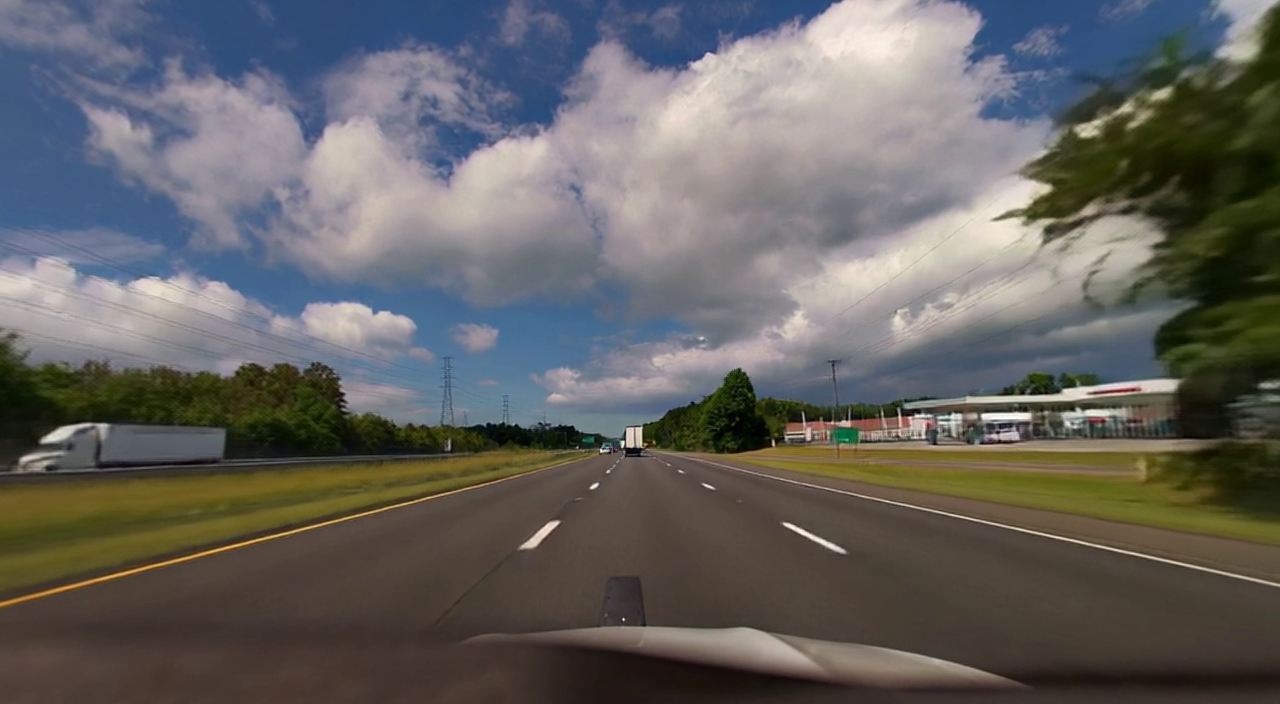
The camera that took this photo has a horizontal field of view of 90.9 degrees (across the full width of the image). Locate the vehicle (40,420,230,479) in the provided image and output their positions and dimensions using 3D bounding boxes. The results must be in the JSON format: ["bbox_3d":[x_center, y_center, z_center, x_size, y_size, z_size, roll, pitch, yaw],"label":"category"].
[{"bbox_3d":[-34.725,6.816,44.403,2.800,3.554,11.470,-1,-9,7],"label":"vehicle"}]

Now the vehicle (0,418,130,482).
[{"bbox_3d":[-35.406,5.952,38.560,2.886,3.559,5.787,-1,-9,7],"label":"vehicle"}]
